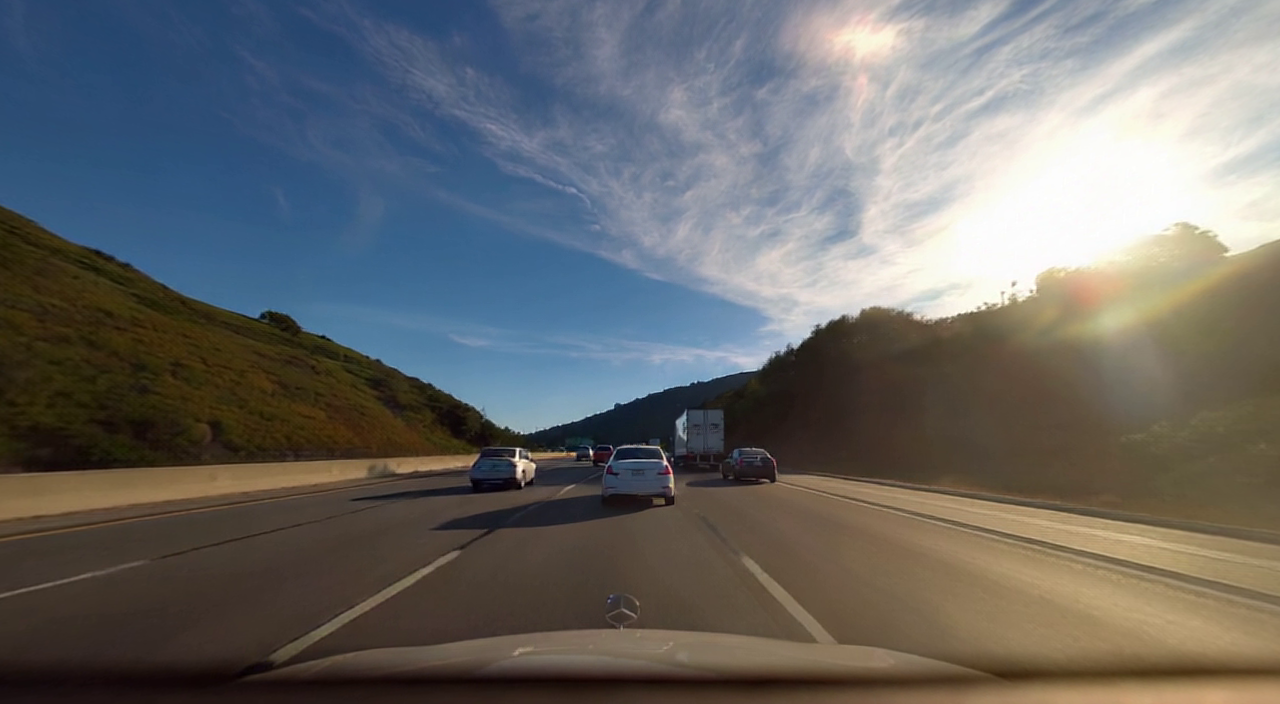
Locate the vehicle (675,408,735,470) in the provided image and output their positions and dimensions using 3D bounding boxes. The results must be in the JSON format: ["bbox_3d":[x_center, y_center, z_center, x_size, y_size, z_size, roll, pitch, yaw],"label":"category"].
[{"bbox_3d":[4.752,7.027,49.803,3.194,4.038,16.301,0,-9,1],"label":"vehicle"}]

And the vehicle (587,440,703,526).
[{"bbox_3d":[0.099,2.606,13.007,2.041,1.484,3.535,0,-9,0],"label":"vehicle"}]

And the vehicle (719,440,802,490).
[{"bbox_3d":[4.142,3.986,22.473,2.029,1.579,4.484,0,-9,-1],"label":"vehicle"}]

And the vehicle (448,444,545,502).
[{"bbox_3d":[-4.058,3.483,18.450,1.848,1.486,3.832,0,-9,1],"label":"vehicle"}]

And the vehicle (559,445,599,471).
[{"bbox_3d":[-4.037,7.144,42.607,2.211,1.669,4.224,0,-9,1],"label":"vehicle"}]
